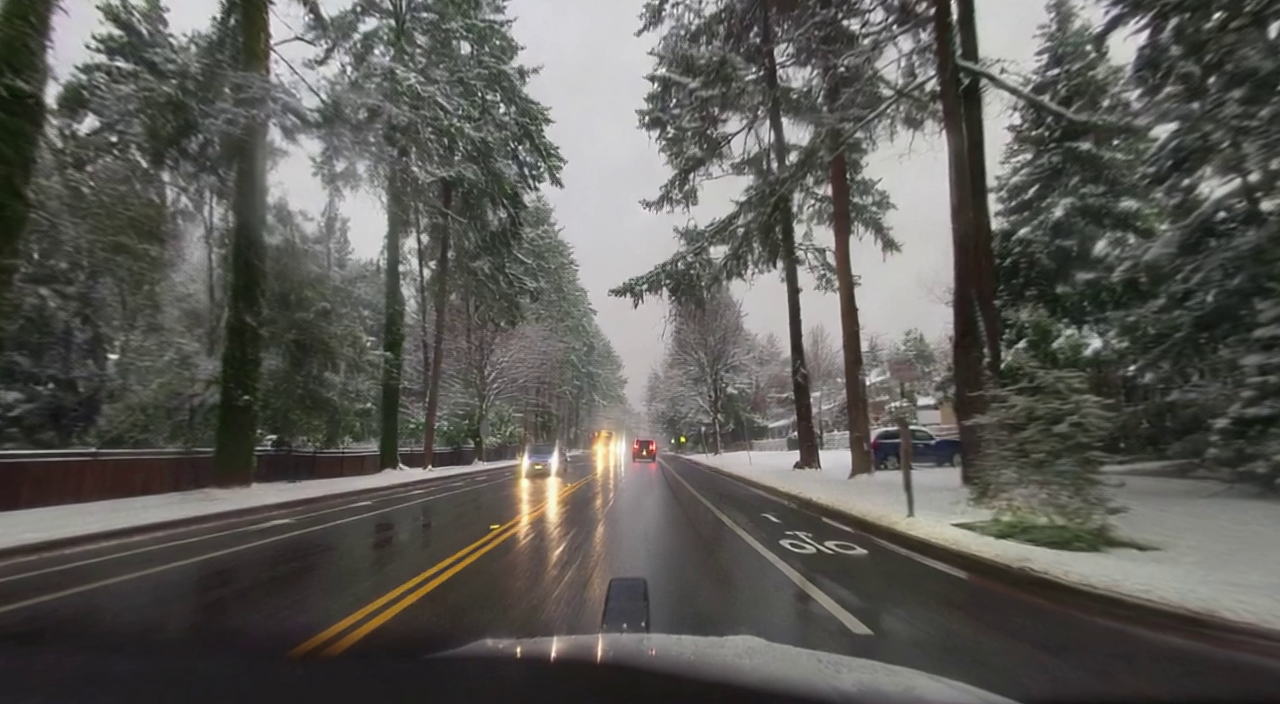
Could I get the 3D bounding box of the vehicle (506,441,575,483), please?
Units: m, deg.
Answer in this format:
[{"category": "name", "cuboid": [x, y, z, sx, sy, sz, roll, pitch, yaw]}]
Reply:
[{"category": "vehicle", "cuboid": [-4.152, 4.637, 26.988, 2.102, 1.620, 4.575, 0, -8, 1]}]
